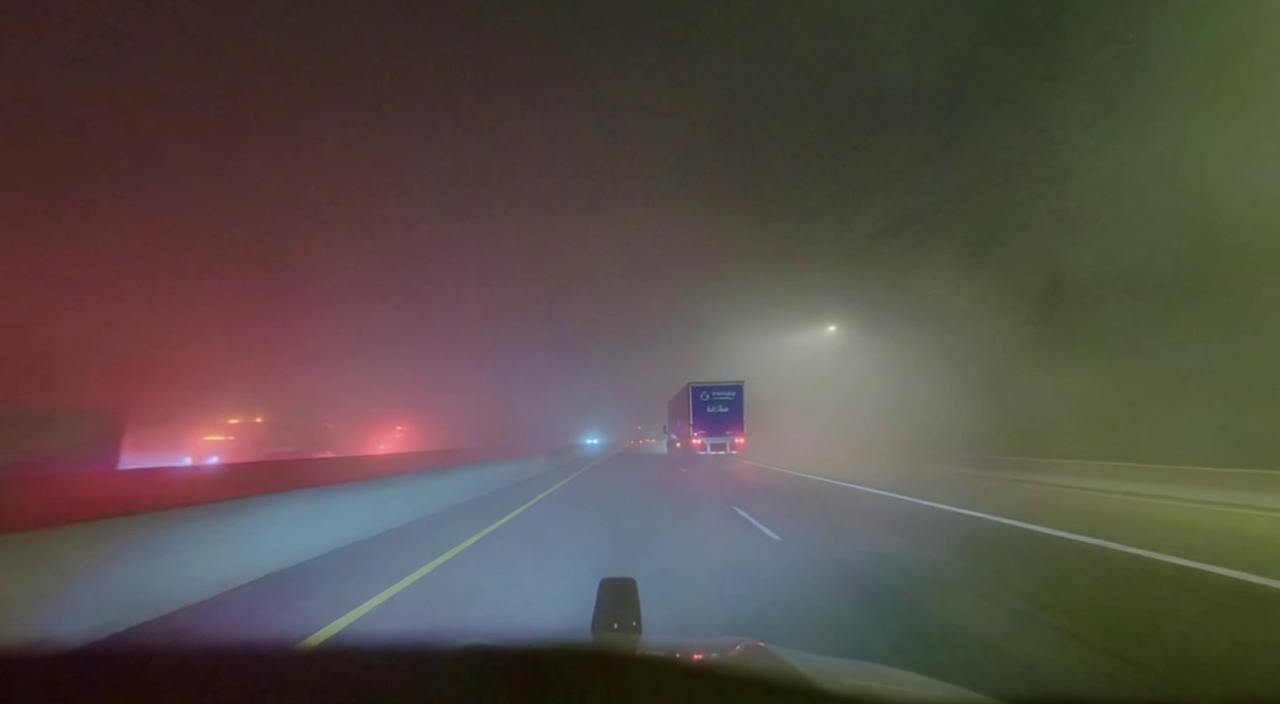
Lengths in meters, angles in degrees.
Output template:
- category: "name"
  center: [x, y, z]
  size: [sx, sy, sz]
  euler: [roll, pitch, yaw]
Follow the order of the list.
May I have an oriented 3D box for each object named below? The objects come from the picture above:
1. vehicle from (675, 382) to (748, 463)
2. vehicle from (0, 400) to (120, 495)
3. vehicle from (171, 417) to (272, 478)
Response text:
- category: "vehicle"
  center: [3.642, 3.934, 34.299]
  size: [2.888, 3.866, 8.380]
  euler: [0, -8, -1]
- category: "vehicle"
  center: [-29.800, 4.183, 27.458]
  size: [2.944, 4.141, 14.436]
  euler: [0, -8, -5]
- category: "vehicle"
  center: [-30.699, 6.964, 46.516]
  size: [2.964, 4.145, 6.342]
  euler: [0, -7, 0]
